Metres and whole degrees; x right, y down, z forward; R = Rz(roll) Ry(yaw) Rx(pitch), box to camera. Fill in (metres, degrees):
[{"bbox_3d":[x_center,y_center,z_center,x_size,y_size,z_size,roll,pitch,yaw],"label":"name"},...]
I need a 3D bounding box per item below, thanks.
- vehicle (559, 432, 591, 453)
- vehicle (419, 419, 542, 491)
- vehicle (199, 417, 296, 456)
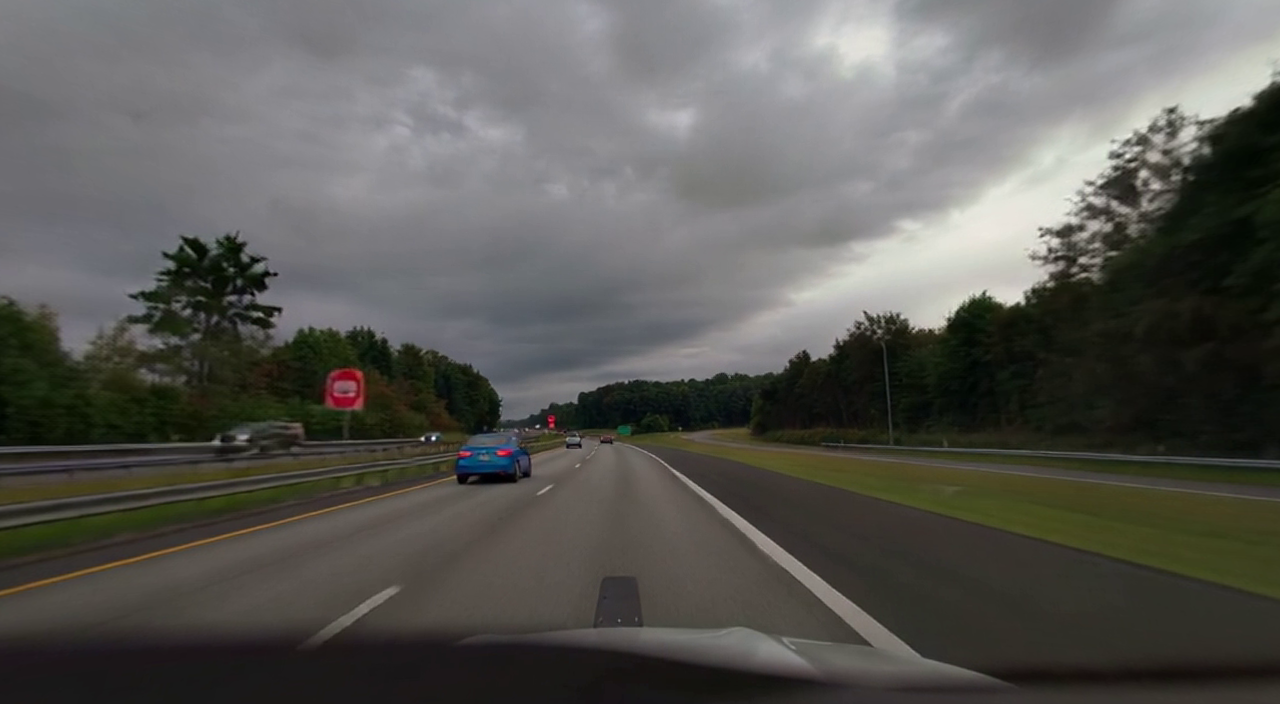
[{"bbox_3d":[-4.465,6.266,43.572,1.874,1.369,3.875,0,-8,-1],"label":"vehicle"},{"bbox_3d":[-3.954,2.623,16.516,2.047,1.612,4.631,0,-8,-1],"label":"vehicle"},{"bbox_3d":[-19.322,4.184,31.302,1.947,1.787,4.572,0,-8,-1],"label":"vehicle"}]
